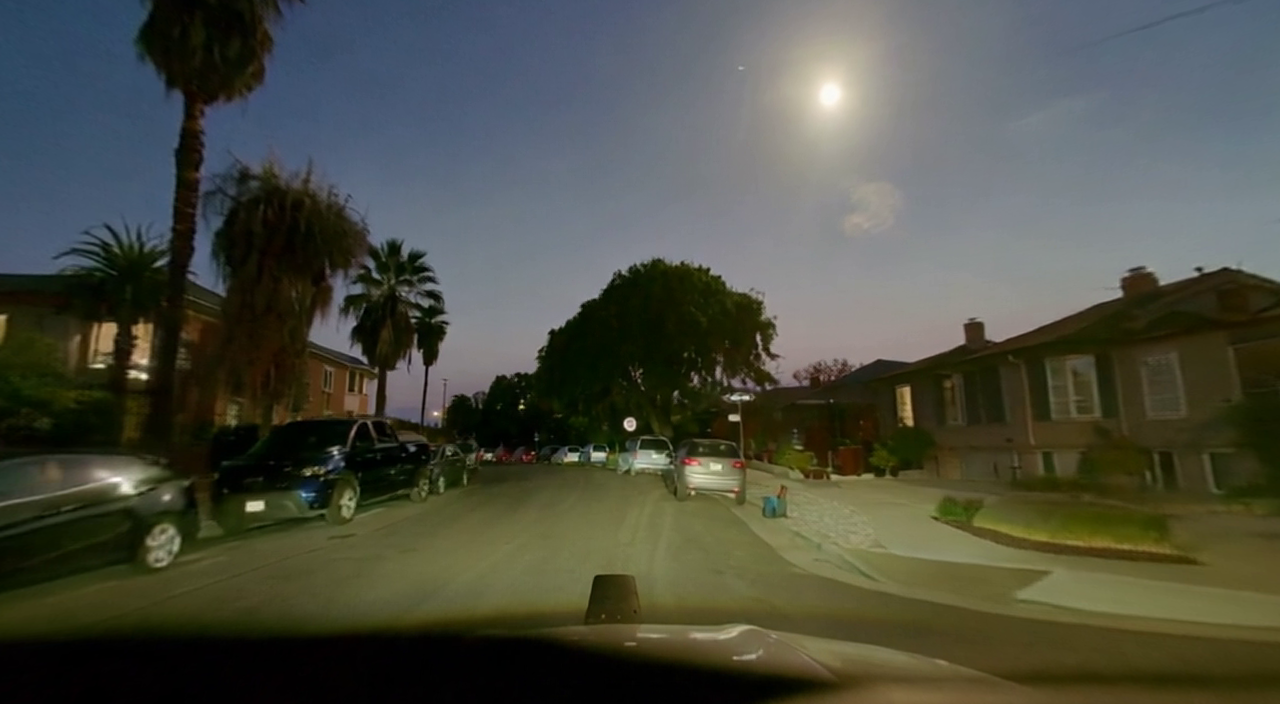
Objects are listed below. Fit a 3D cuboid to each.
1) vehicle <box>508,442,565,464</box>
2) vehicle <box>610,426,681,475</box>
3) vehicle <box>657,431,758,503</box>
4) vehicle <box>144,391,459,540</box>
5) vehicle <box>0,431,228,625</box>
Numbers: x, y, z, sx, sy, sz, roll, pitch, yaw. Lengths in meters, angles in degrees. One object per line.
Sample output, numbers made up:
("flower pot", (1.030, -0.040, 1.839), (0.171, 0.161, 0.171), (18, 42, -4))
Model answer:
("vehicle", (-7.928, 7.643, 47.852), (2.108, 1.503, 4.977), (6, -10, -37))
("vehicle", (0.136, 4.420, 28.403), (2.139, 1.997, 4.864), (2, -8, -13))
("vehicle", (1.649, 3.022, 17.062), (2.076, 1.658, 4.604), (0, -8, -2))
("vehicle", (-5.918, 2.136, 12.579), (2.624, 2.178, 6.522), (0, -8, 0))
("vehicle", (-6.219, 1.545, 5.840), (1.875, 1.585, 4.184), (0, -8, 1))
